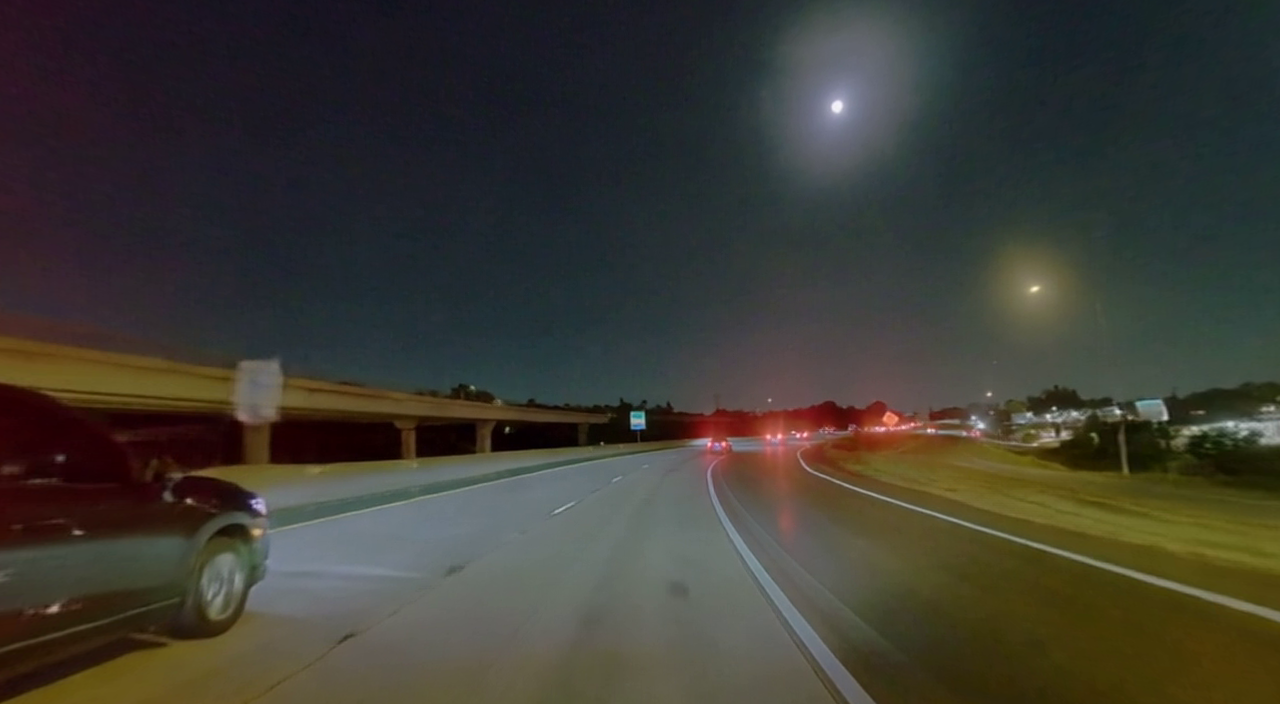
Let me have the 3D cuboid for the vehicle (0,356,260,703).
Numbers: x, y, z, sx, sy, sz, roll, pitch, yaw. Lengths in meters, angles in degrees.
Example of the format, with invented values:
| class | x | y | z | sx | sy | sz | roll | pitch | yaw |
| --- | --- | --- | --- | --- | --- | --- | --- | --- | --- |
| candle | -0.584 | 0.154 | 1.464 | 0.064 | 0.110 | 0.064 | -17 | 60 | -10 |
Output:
| class | x | y | z | sx | sy | sz | roll | pitch | yaw |
| --- | --- | --- | --- | --- | --- | --- | --- | --- | --- |
| vehicle | -3.671 | 0.723 | 1.757 | 2.106 | 1.640 | 4.853 | 0 | -9 | 1 |
